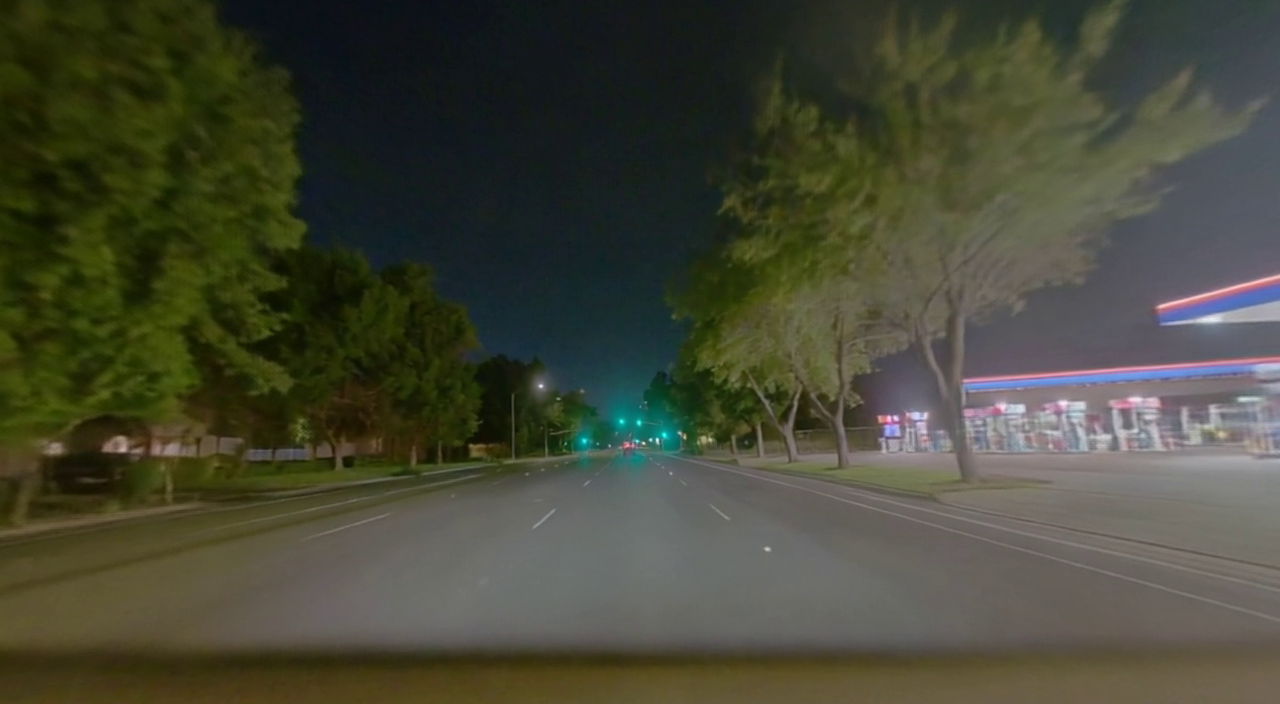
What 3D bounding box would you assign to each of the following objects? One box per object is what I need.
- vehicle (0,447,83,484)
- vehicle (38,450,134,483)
[{"bbox_3d":[-32.982,5.966,33.662,2.186,1.811,4.848,0,-9,-1],"label":"vehicle"},{"bbox_3d":[-30.198,6.228,34.620,1.881,1.444,4.046,-3,-7,-5],"label":"vehicle"}]
